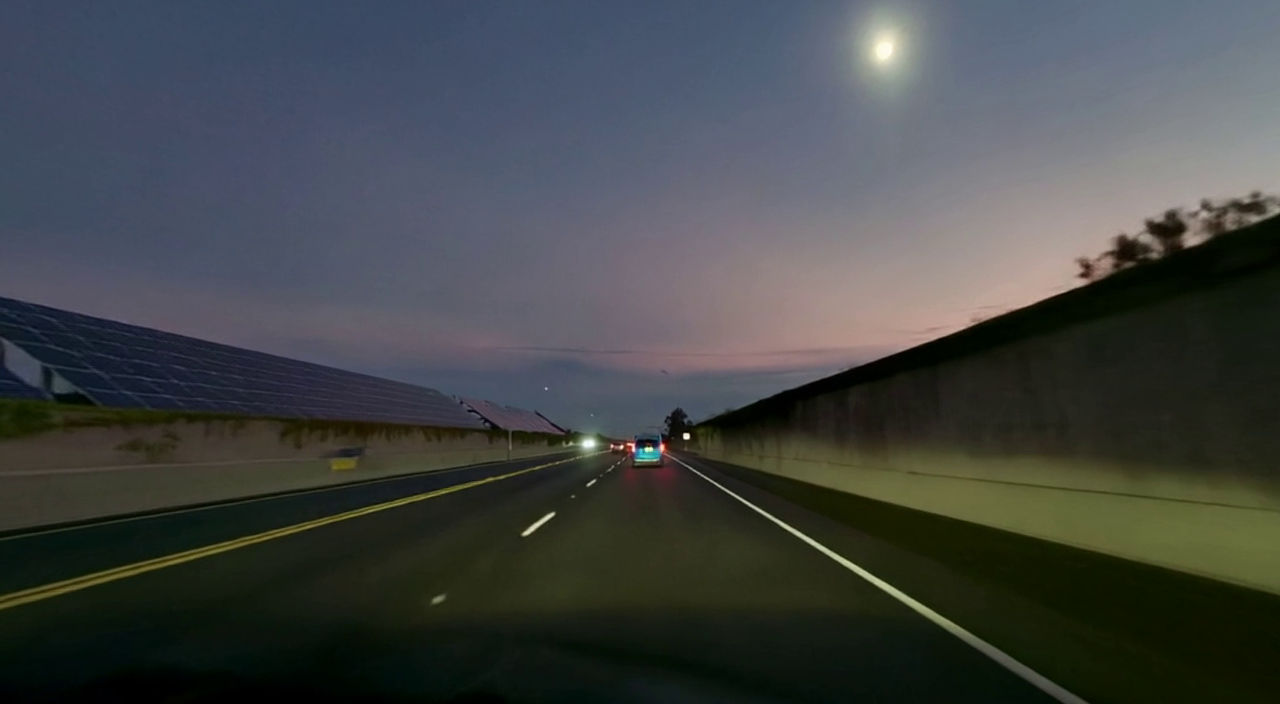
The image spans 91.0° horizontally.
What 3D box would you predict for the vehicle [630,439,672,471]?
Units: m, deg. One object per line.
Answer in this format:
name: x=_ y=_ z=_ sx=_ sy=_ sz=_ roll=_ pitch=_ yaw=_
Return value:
vehicle: x=0.503 y=5.091 z=31.286 sx=1.997 sy=1.484 sz=3.409 roll=0 pitch=-8 yaw=0
